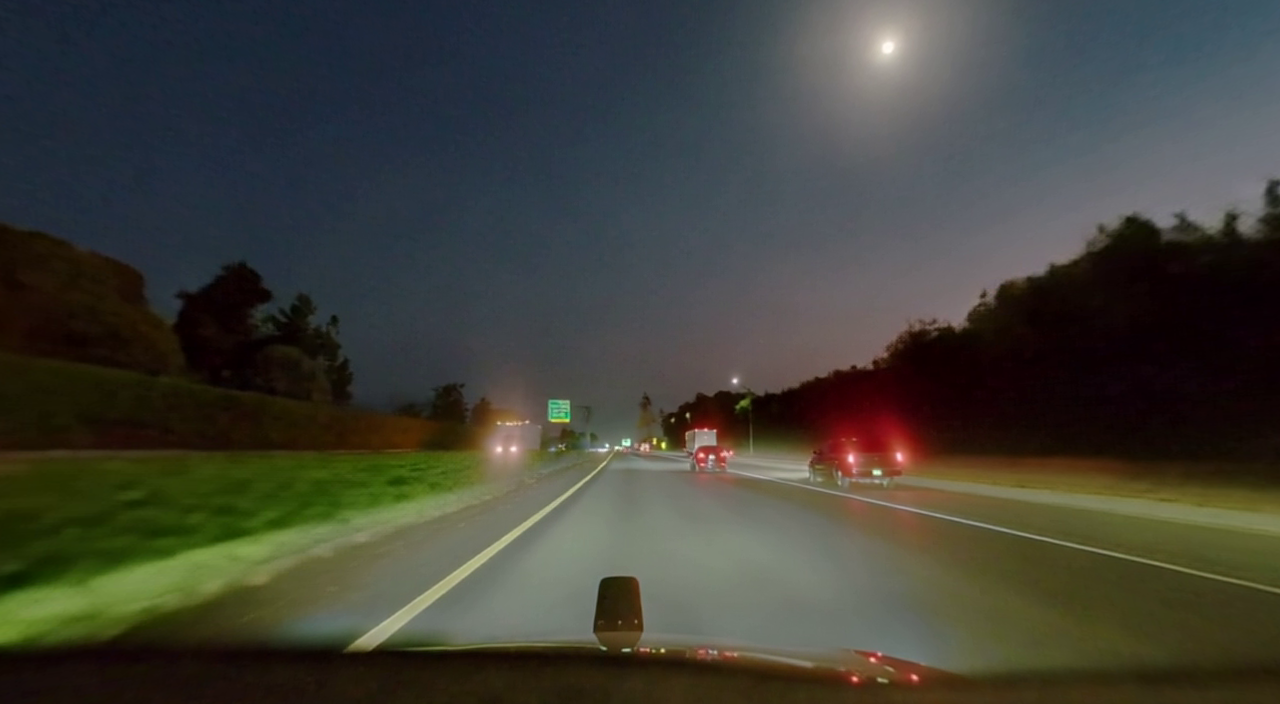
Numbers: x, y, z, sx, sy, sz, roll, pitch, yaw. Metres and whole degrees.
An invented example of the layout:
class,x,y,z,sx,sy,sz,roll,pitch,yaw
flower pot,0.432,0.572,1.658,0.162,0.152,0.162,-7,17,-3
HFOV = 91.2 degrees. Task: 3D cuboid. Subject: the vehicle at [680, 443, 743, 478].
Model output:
class,x,y,z,sx,sy,sz,roll,pitch,yaw
vehicle,3.274,5.080,29.612,2.244,1.498,4.338,0,-9,-3
